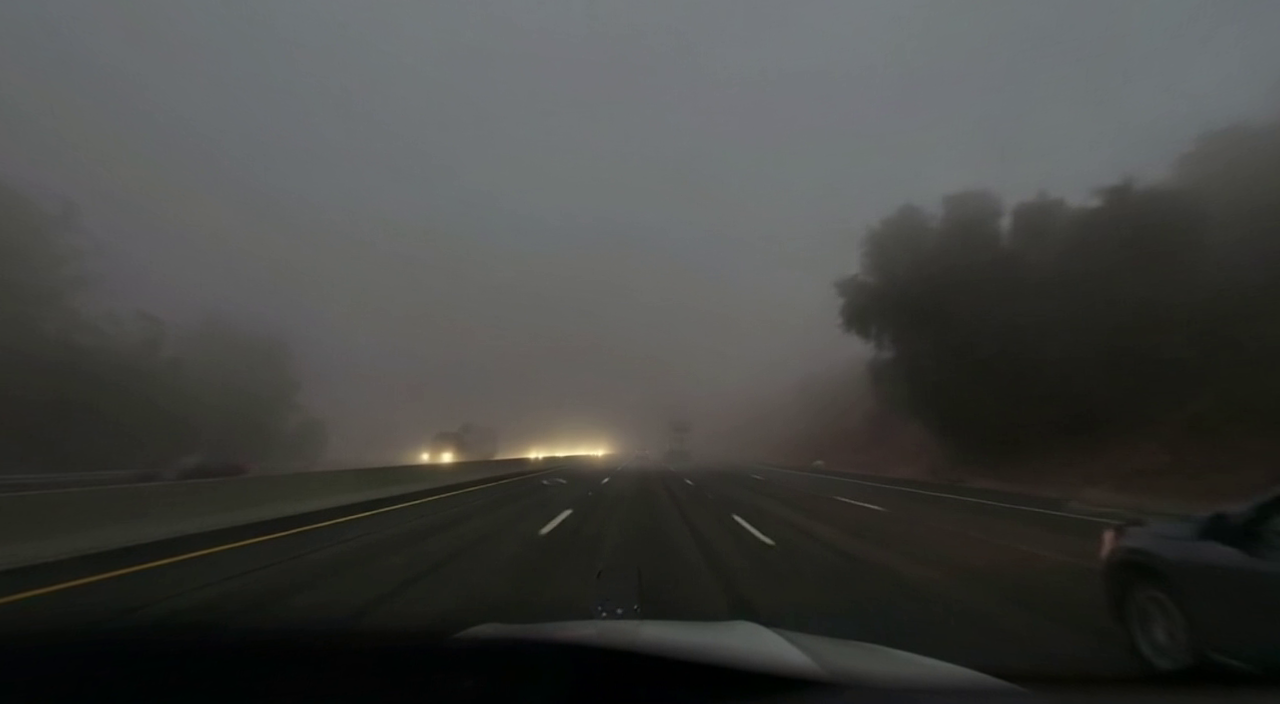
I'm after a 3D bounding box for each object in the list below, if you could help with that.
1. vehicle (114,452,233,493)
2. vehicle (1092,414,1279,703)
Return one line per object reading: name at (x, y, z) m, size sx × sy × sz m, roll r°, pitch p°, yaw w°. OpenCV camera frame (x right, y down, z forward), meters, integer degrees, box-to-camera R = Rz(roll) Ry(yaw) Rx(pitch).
vehicle at (-21.349, 5.491, 29.095) m, size 1.966 × 1.687 × 4.493 m, roll 0°, pitch -9°, yaw 1°
vehicle at (3.675, 0.849, 1.557) m, size 1.976 × 1.495 × 4.217 m, roll 0°, pitch -9°, yaw 0°
